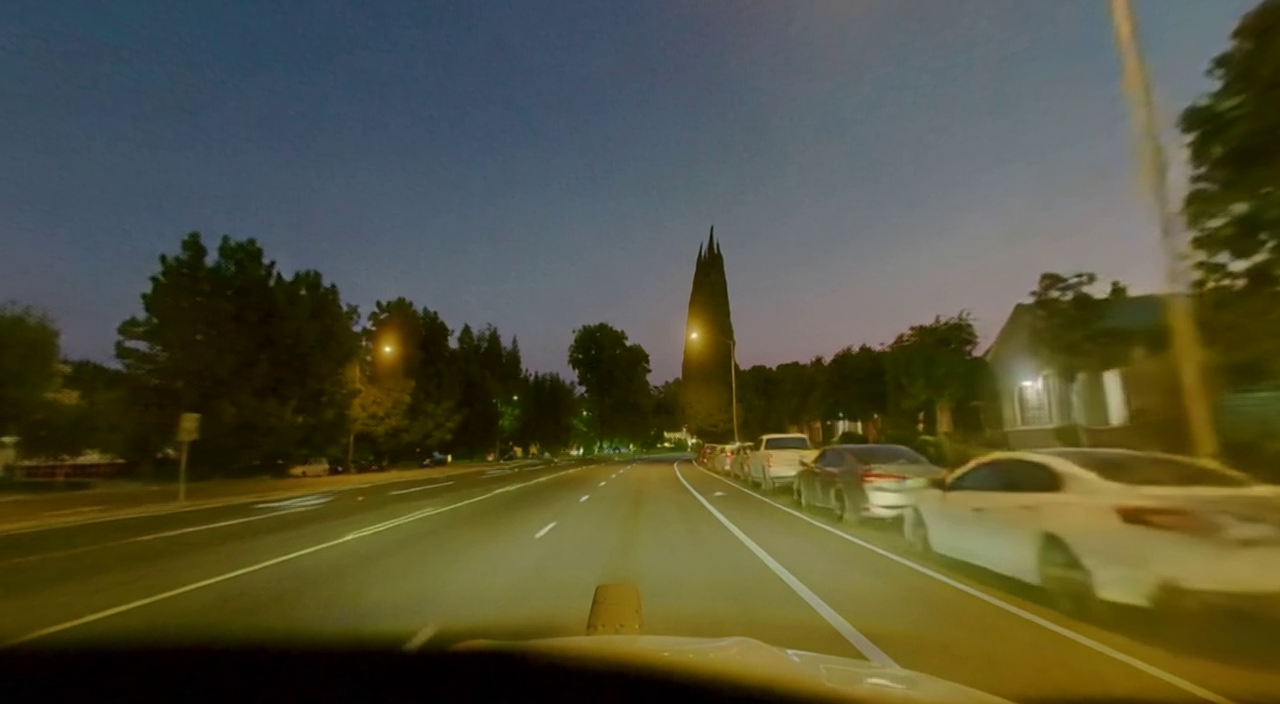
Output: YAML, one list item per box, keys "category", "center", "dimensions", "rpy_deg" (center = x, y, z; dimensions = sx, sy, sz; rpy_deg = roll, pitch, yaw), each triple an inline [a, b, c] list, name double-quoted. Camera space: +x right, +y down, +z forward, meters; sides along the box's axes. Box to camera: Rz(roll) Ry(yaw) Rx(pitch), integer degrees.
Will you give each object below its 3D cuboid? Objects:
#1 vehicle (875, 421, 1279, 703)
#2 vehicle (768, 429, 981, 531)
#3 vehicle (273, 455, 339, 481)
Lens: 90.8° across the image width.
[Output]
- category: "vehicle"
  center: [4.085, 1.437, 5.608]
  dimensions: [1.981, 1.436, 5.021]
  rpy_deg: [0, -9, -1]
- category: "vehicle"
  center: [4.050, 2.301, 12.031]
  dimensions: [2.039, 1.499, 4.888]
  rpy_deg: [0, -9, -2]
- category: "vehicle"
  center: [-23.133, 8.025, 43.987]
  dimensions: [1.967, 1.467, 4.769]
  rpy_deg: [-2, -7, 0]
